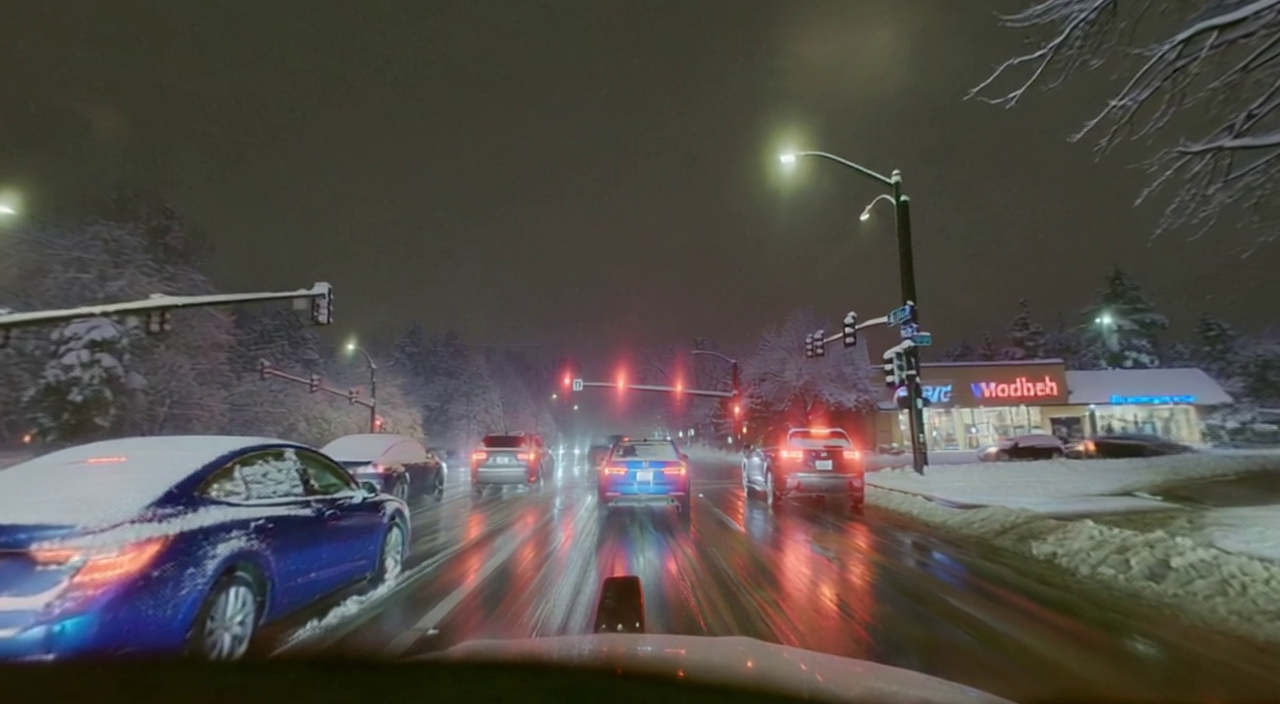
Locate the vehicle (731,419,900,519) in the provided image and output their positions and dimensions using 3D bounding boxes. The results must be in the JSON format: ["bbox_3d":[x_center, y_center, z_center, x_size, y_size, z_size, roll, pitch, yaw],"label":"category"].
[{"bbox_3d":[3.311,2.331,12.962,2.076,1.691,4.402,0,-9,-2],"label":"vehicle"}]

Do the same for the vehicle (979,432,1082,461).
[{"bbox_3d":[23.313,5.669,37.752,4.781,1.700,1.986,0,-9,1],"label":"vehicle"}]

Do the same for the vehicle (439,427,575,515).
[{"bbox_3d":[-2.824,2.653,14.432,2.072,1.694,4.070,-1,-9,2],"label":"vehicle"}]

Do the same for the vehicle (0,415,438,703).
[{"bbox_3d":[-3.334,1.348,4.908,2.014,1.472,4.357,0,-9,1],"label":"vehicle"}]

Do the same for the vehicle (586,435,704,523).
[{"bbox_3d":[0.126,2.503,12.909,2.032,1.499,3.994,0,-9,1],"label":"vehicle"}]

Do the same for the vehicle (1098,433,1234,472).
[{"bbox_3d":[21.795,4.178,26.251,3.822,1.514,1.905,-1,-9,8],"label":"vehicle"}]
